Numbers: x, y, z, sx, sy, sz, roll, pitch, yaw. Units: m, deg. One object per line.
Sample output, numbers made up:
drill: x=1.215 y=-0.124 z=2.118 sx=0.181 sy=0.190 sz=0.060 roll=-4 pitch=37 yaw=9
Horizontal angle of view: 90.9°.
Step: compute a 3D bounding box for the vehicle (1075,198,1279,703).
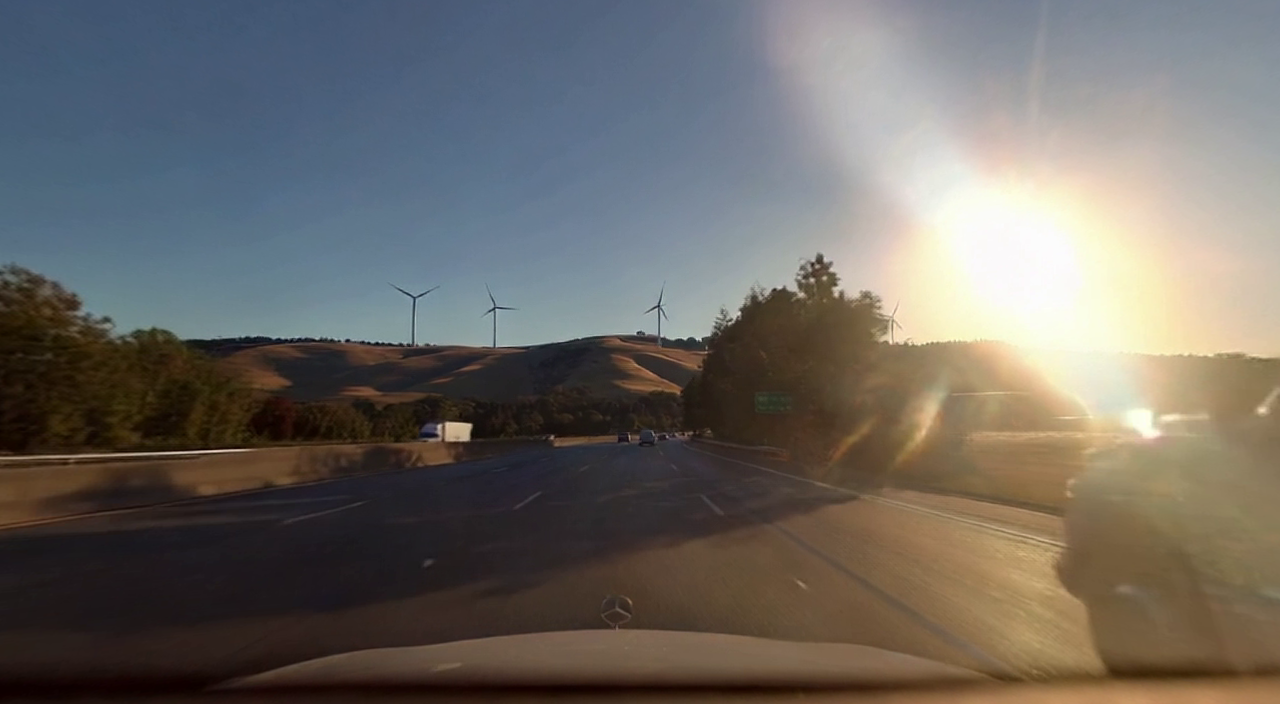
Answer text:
vehicle: x=3.165 y=0.262 z=0.142 sx=2.211 sy=1.982 sz=5.346 roll=0 pitch=-8 yaw=-1
